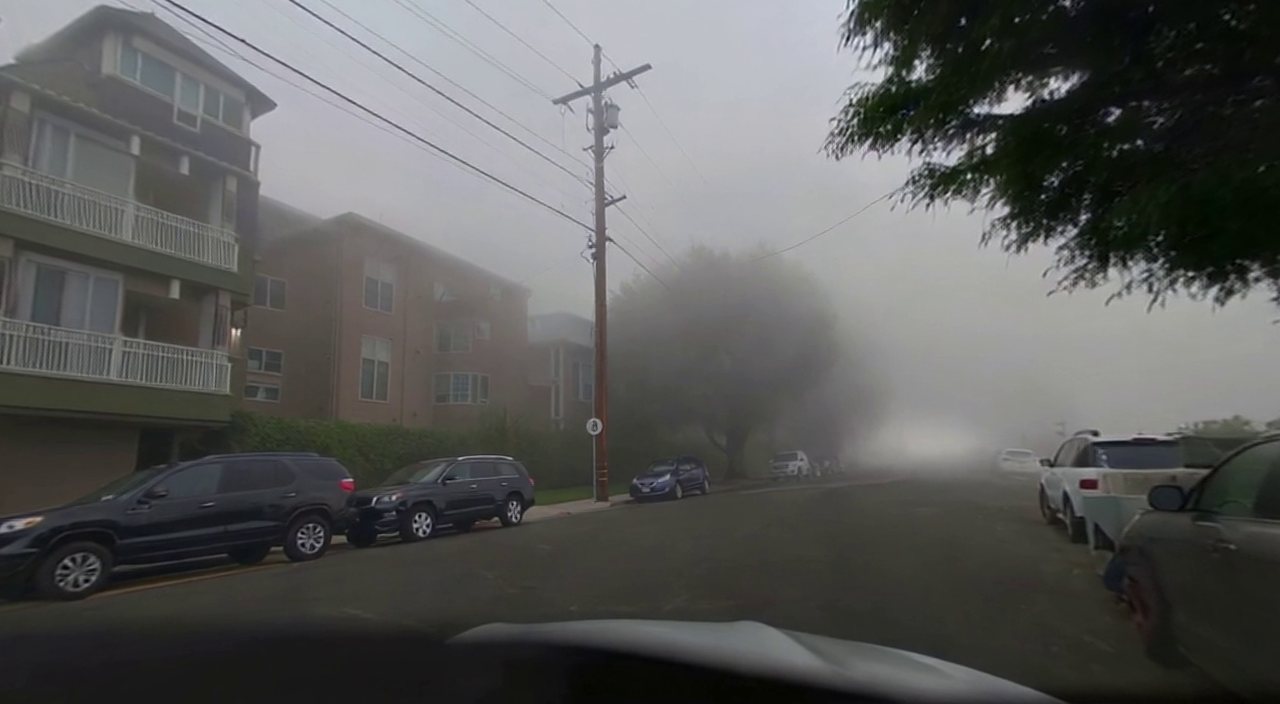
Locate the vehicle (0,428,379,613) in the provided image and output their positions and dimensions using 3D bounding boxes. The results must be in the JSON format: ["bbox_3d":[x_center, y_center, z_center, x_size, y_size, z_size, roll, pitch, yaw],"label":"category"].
[{"bbox_3d":[-6.440,2.220,8.845,1.973,1.848,5.100,-12,-14,24],"label":"vehicle"}]

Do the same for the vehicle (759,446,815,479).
[{"bbox_3d":[8.758,6.470,37.316,2.011,1.801,4.676,-5,-10,28],"label":"vehicle"}]

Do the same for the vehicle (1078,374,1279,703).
[{"bbox_3d":[3.686,1.035,3.053,2.030,1.535,4.683,-5,-10,29],"label":"vehicle"}]

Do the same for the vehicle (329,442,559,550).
[{"bbox_3d":[-3.911,2.991,13.483,2.068,1.745,4.579,-11,-14,24],"label":"vehicle"}]

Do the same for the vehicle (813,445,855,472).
[{"bbox_3d":[14.920,8.215,48.342,1.953,1.699,4.234,-10,-16,29],"label":"vehicle"}]

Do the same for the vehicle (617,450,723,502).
[{"bbox_3d":[1.246,4.635,23.931,2.017,1.582,4.664,-12,-13,27],"label":"vehicle"}]
